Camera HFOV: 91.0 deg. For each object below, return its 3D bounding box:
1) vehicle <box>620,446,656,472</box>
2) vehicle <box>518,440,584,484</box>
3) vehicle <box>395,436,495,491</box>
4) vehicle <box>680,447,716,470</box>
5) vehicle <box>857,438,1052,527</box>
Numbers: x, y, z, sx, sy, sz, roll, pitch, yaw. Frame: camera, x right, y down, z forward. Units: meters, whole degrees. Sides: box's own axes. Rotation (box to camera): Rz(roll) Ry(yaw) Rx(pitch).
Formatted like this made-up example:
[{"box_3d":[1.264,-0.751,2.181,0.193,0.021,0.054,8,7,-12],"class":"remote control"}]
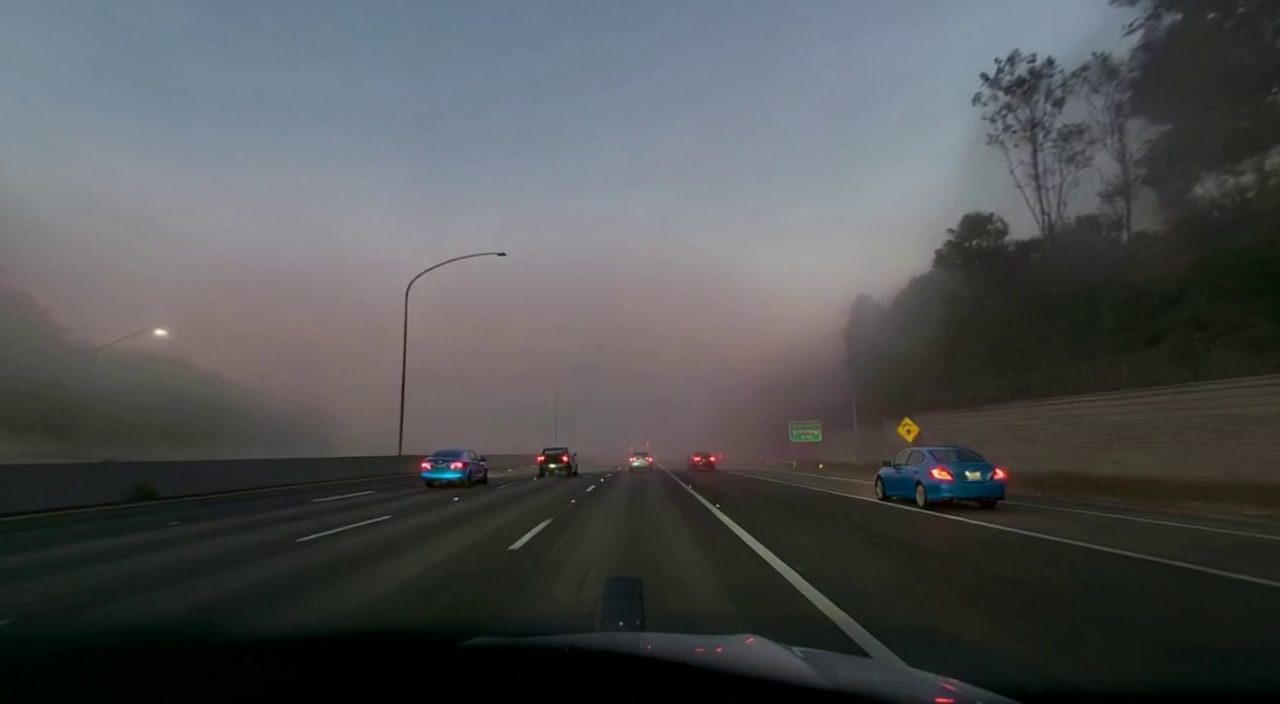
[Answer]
[{"box_3d":[-0.116,6.732,39.798,2.166,1.496,4.158,0,-9,0],"class":"vehicle"},{"box_3d":[-3.584,4.509,26.147,2.091,1.664,4.157,0,-9,1],"class":"vehicle"},{"box_3d":[-6.712,3.876,22.284,2.112,1.721,4.381,0,-9,0],"class":"vehicle"},{"box_3d":[3.949,7.336,43.615,2.077,1.527,4.553,0,-9,0],"class":"vehicle"},{"box_3d":[6.503,2.711,13.759,1.981,1.587,4.519,0,-9,1],"class":"vehicle"}]
